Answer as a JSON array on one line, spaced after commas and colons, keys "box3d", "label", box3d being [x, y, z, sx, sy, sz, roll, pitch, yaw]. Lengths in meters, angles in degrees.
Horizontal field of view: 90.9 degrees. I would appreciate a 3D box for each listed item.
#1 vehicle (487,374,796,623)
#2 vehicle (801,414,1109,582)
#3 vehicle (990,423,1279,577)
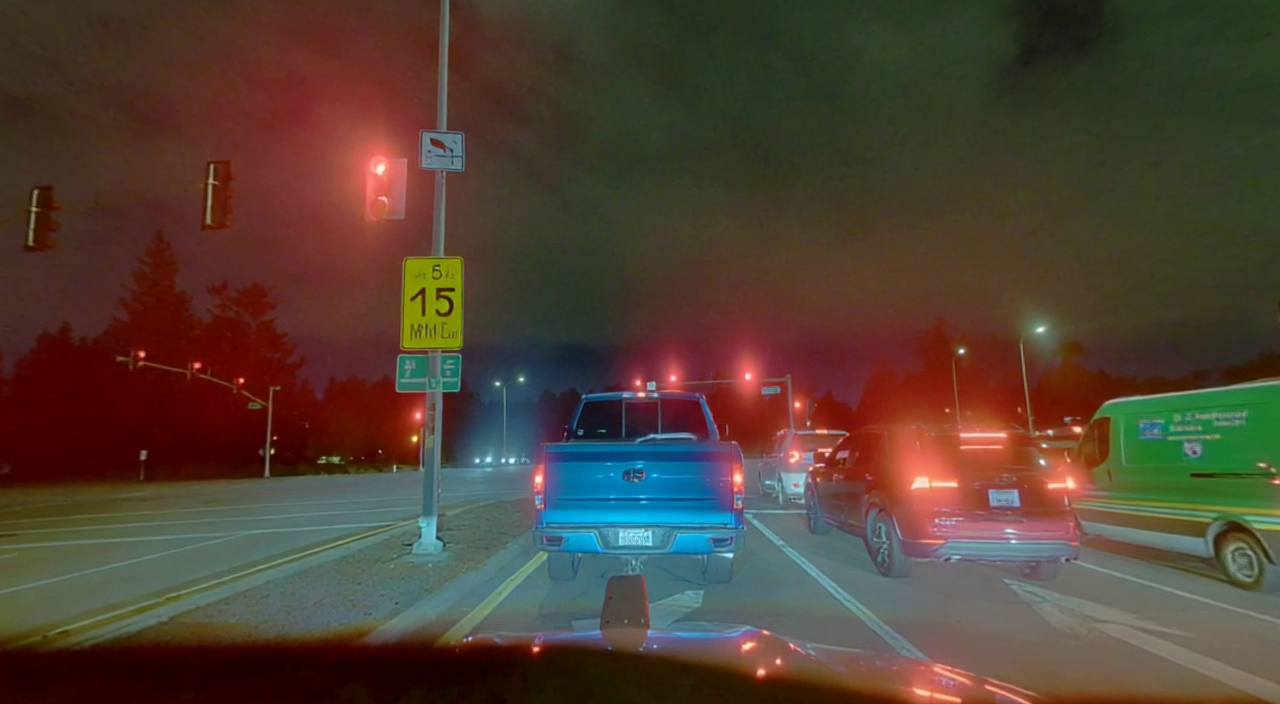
[{"box3d": [0.041, 1.470, 7.335, 2.326, 1.880, 4.964, 0, -8, 1], "label": "vehicle"}, {"box3d": [3.578, 1.717, 8.194, 1.981, 1.616, 4.006, 0, -8, 1], "label": "vehicle"}, {"box3d": [6.830, 1.747, 8.289, 1.973, 1.470, 4.228, 0, -8, 0], "label": "vehicle"}]
